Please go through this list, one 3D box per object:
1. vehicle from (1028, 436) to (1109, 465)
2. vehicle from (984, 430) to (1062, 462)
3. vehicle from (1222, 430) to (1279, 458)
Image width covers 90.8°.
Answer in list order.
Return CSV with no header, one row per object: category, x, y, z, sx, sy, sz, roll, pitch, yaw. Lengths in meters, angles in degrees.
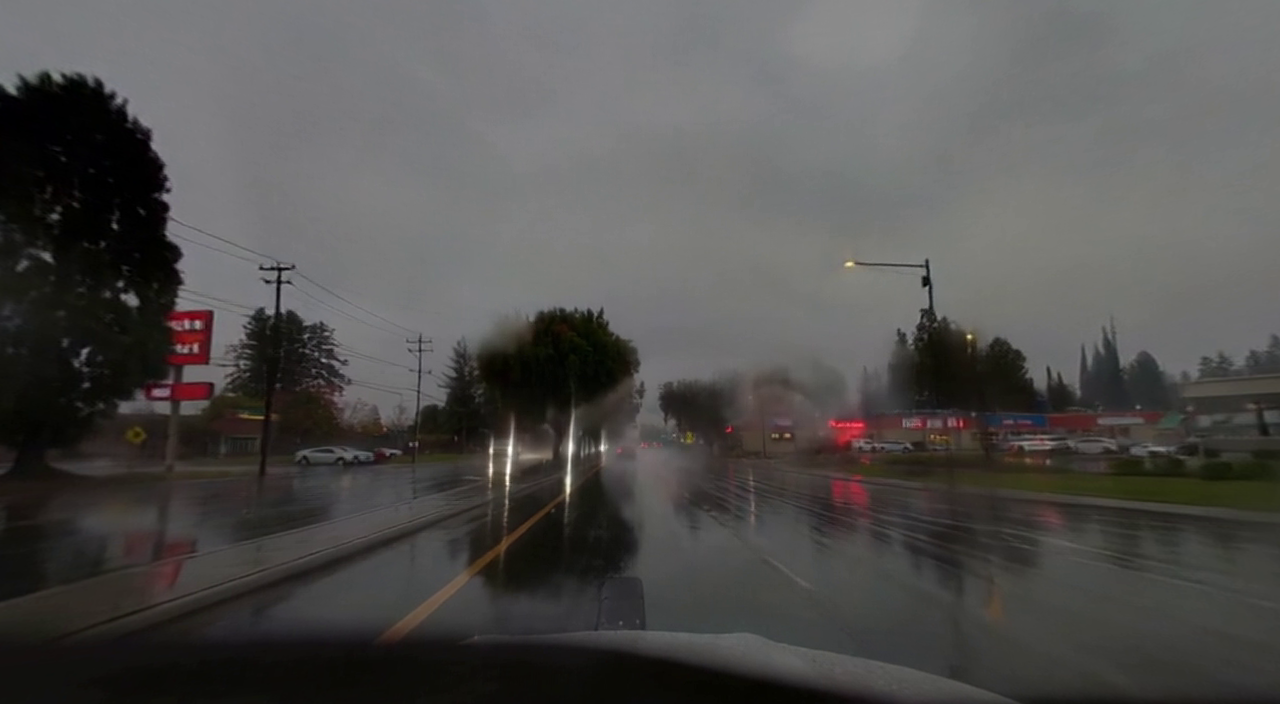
vehicle,27.149,6.244,40.241,2.066,1.655,4.485,-2,-8,1
vehicle,24.428,6.034,40.553,2.136,1.872,4.695,-2,-9,2
vehicle,40.804,5.919,40.655,2.228,1.745,4.652,0,-8,1
